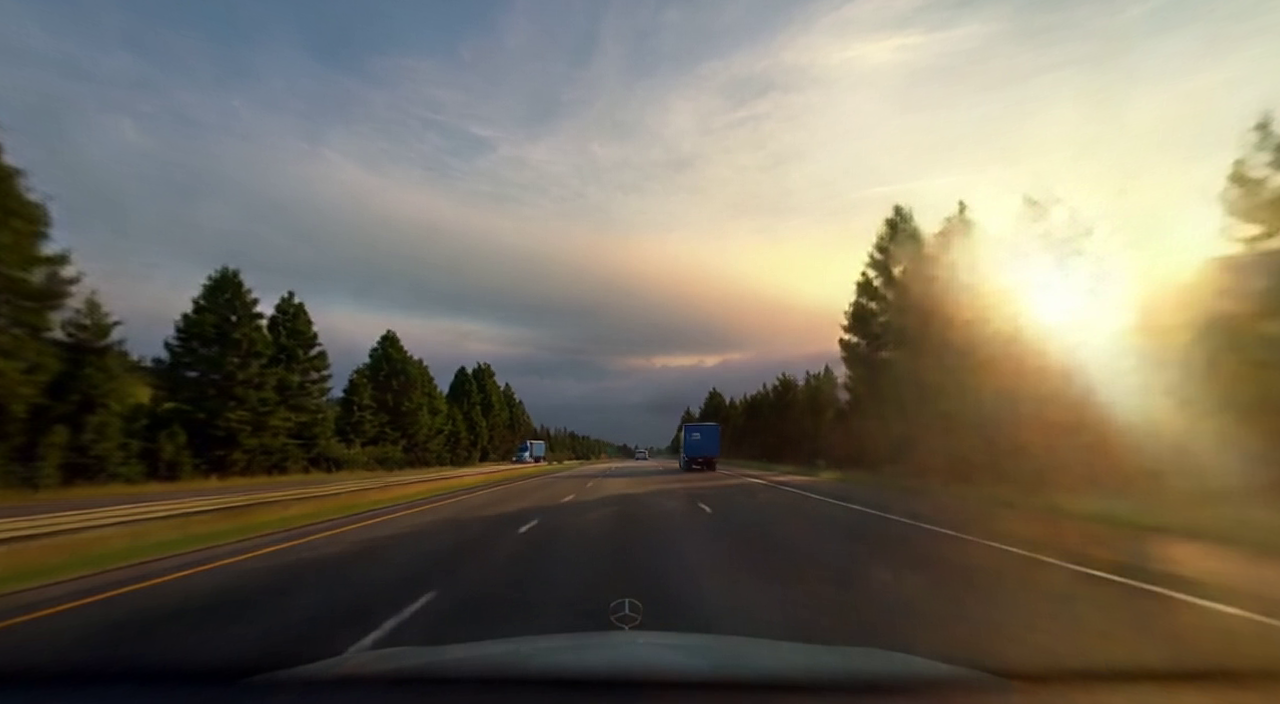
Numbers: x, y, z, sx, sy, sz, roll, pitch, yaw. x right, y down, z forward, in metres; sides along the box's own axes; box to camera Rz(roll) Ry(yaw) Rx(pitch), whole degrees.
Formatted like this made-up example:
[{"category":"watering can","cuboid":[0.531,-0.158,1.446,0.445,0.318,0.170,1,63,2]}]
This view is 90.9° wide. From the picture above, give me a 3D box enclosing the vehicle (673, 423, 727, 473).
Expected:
[{"category":"vehicle","cuboid":[3.577,5.916,38.831,2.572,2.795,5.978,0,-9,-1]}]
